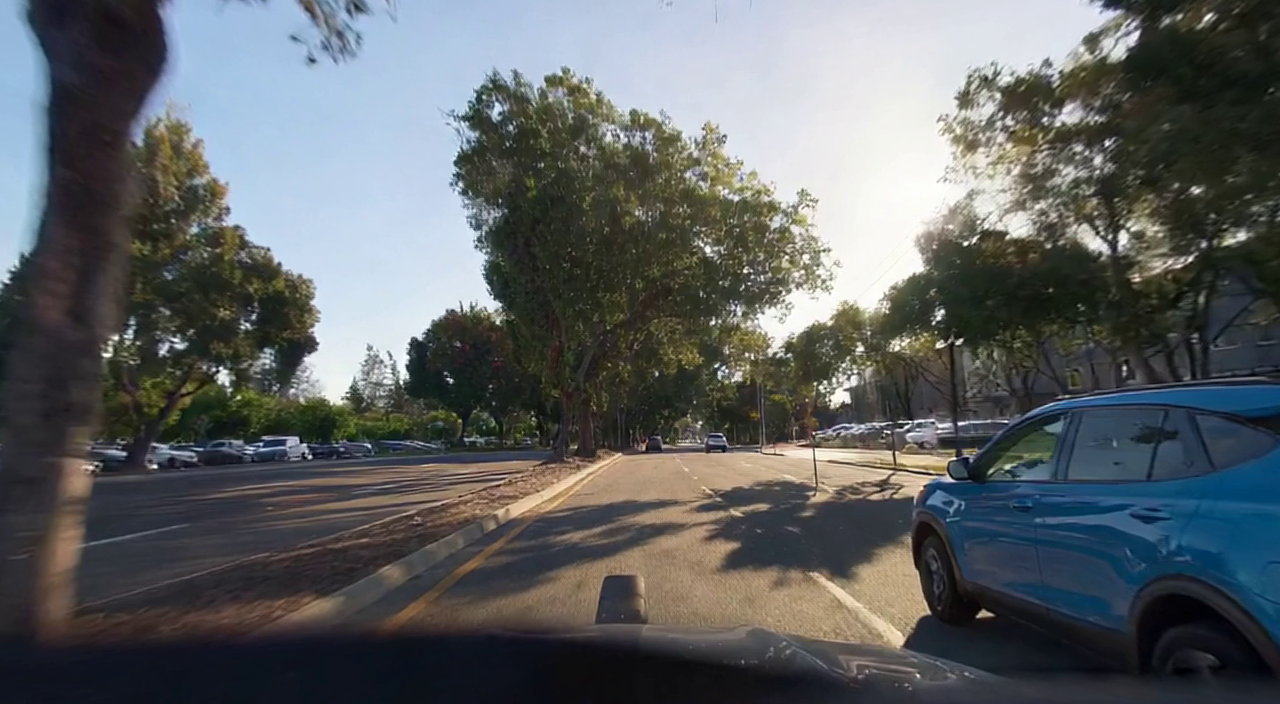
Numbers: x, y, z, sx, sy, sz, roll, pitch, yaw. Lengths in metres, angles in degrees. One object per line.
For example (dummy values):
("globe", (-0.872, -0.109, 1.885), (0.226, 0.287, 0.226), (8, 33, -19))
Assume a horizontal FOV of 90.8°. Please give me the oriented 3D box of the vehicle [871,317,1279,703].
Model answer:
("vehicle", (3.071, 0.916, 3.287), (2.060, 1.665, 4.284), (0, -8, 0))
